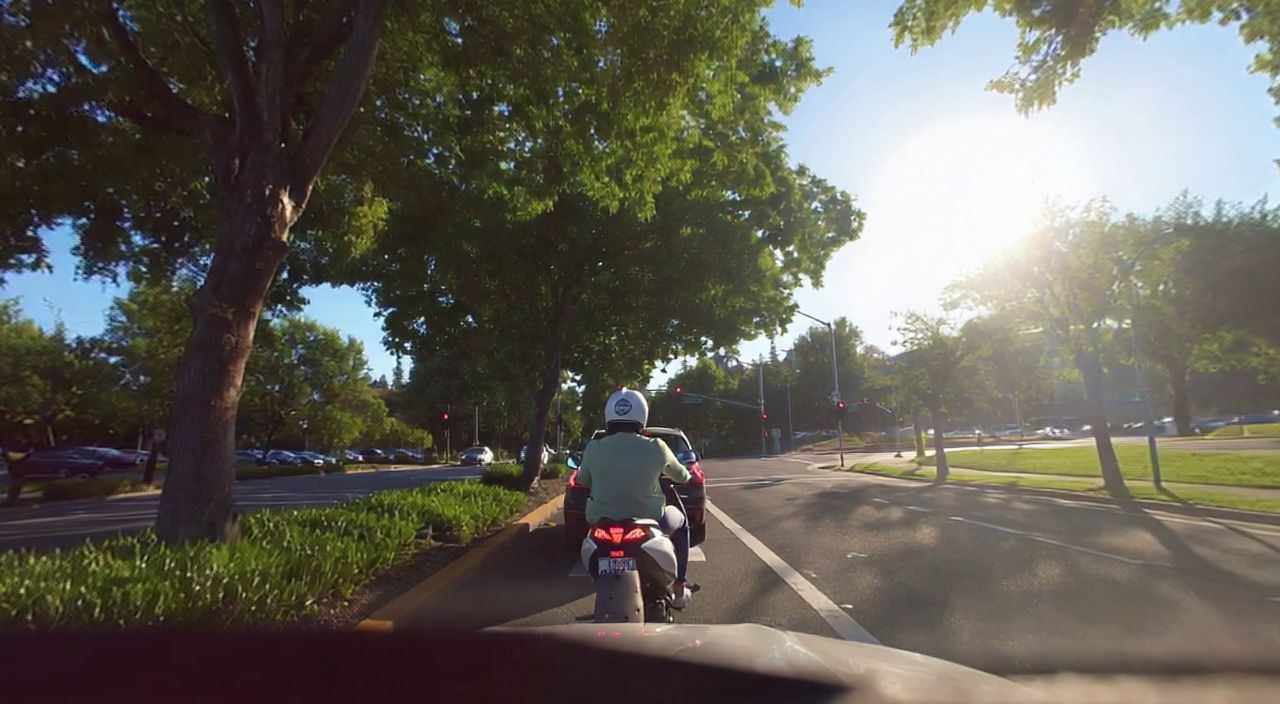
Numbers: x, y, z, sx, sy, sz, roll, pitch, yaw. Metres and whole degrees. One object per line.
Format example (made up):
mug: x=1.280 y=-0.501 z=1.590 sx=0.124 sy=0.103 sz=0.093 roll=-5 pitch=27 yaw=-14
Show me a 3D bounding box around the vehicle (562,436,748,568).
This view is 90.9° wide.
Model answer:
vehicle: x=0.127 y=2.022 z=9.406 sx=2.093 sy=1.450 sz=4.437 roll=0 pitch=-8 yaw=-1
